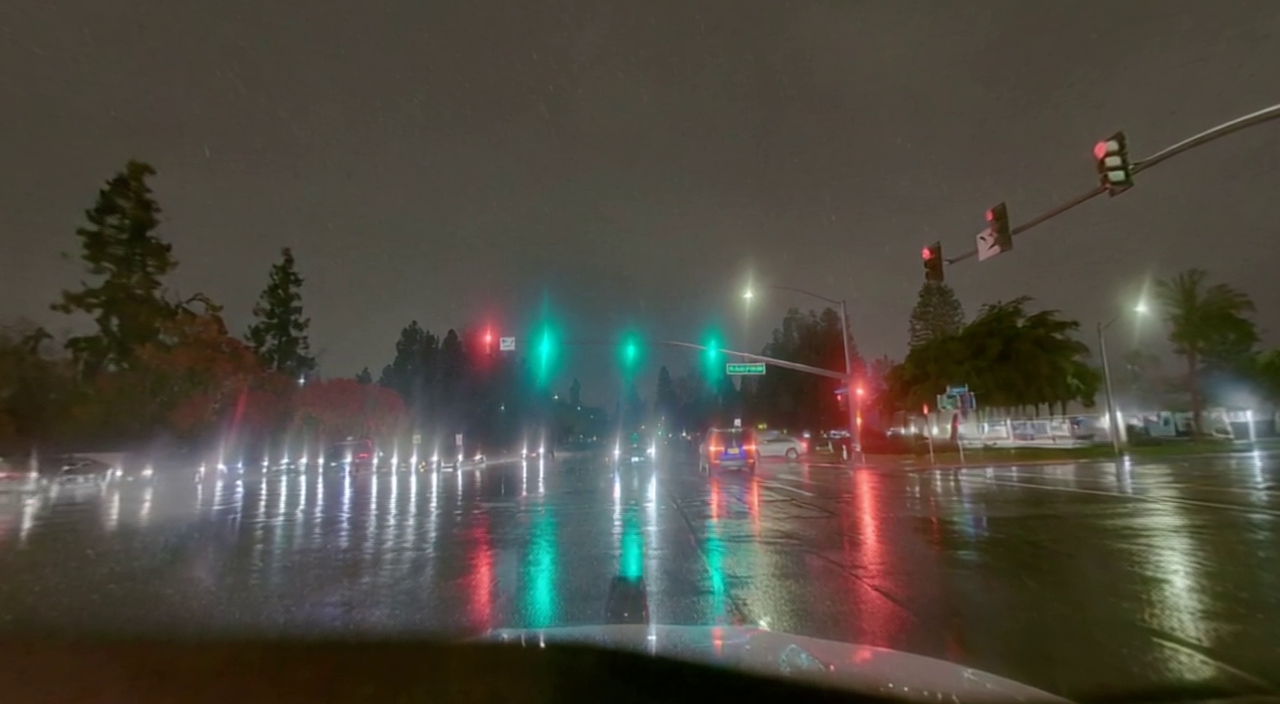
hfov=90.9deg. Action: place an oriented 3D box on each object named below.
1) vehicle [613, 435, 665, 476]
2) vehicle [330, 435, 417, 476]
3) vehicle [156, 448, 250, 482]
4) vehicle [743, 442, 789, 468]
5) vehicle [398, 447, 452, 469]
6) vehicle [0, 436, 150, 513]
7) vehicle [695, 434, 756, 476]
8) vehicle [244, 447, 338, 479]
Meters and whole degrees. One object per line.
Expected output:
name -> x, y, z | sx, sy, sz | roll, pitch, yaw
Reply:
vehicle -> -0.052, 4.715, 28.956 | 2.215, 1.749, 3.976 | 0, -8, 0
vehicle -> -14.014, 5.467, 33.604 | 2.196, 1.961, 5.359 | 0, -8, 1
vehicle -> -20.803, 5.370, 30.188 | 1.800, 1.511, 3.631 | 0, -8, 1
vehicle -> 7.269, 5.971, 36.735 | 1.847, 1.432, 4.039 | 0, -8, -1
vehicle -> -14.081, 6.967, 41.520 | 1.926, 1.325, 4.162 | 0, -8, 2
vehicle -> -14.340, 2.753, 14.390 | 4.556, 1.639, 2.052 | 4, -9, -28
vehicle -> 3.729, 4.581, 28.217 | 2.097, 1.707, 4.461 | 0, -8, 0
vehicle -> -17.566, 5.590, 32.002 | 2.086, 1.458, 4.457 | -1, -8, 2
